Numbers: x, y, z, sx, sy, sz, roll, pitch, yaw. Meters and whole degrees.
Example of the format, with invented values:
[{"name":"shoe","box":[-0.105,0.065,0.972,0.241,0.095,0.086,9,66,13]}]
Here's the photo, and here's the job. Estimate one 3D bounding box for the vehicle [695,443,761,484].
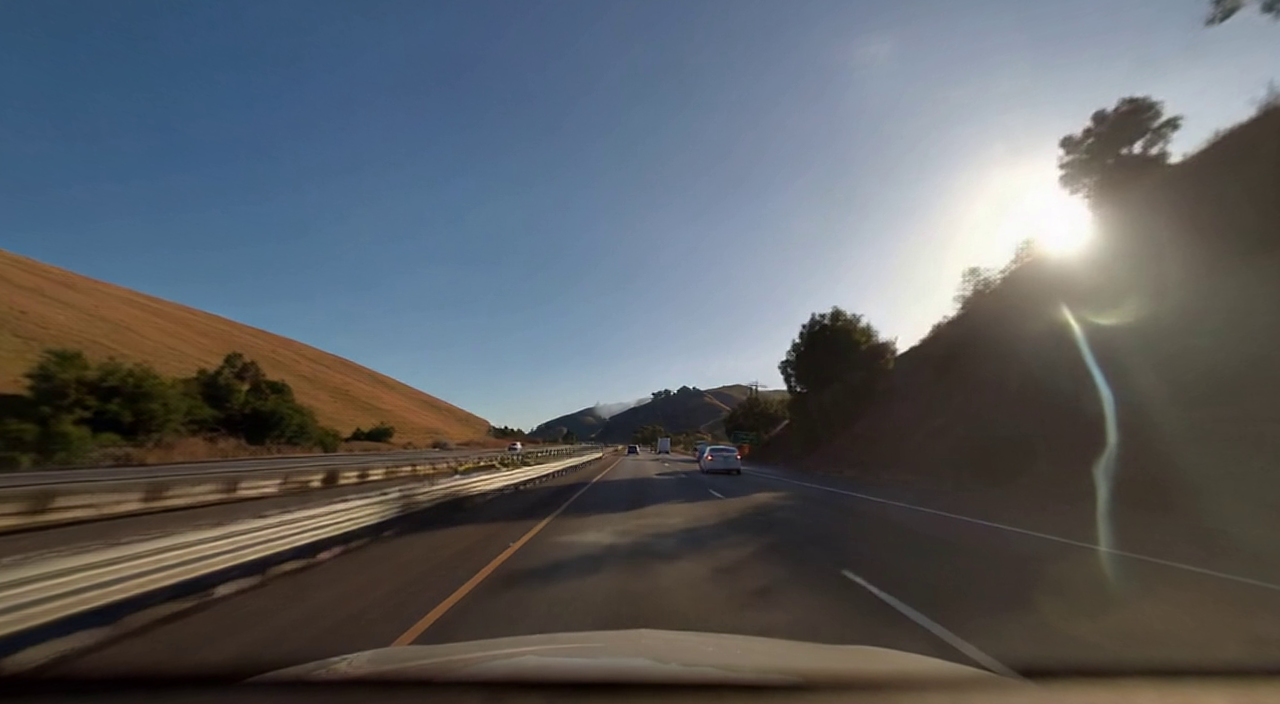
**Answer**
[{"name":"vehicle","box":[3.540,4.558,26.228,1.960,1.516,4.657,0,-8,-1]}]
